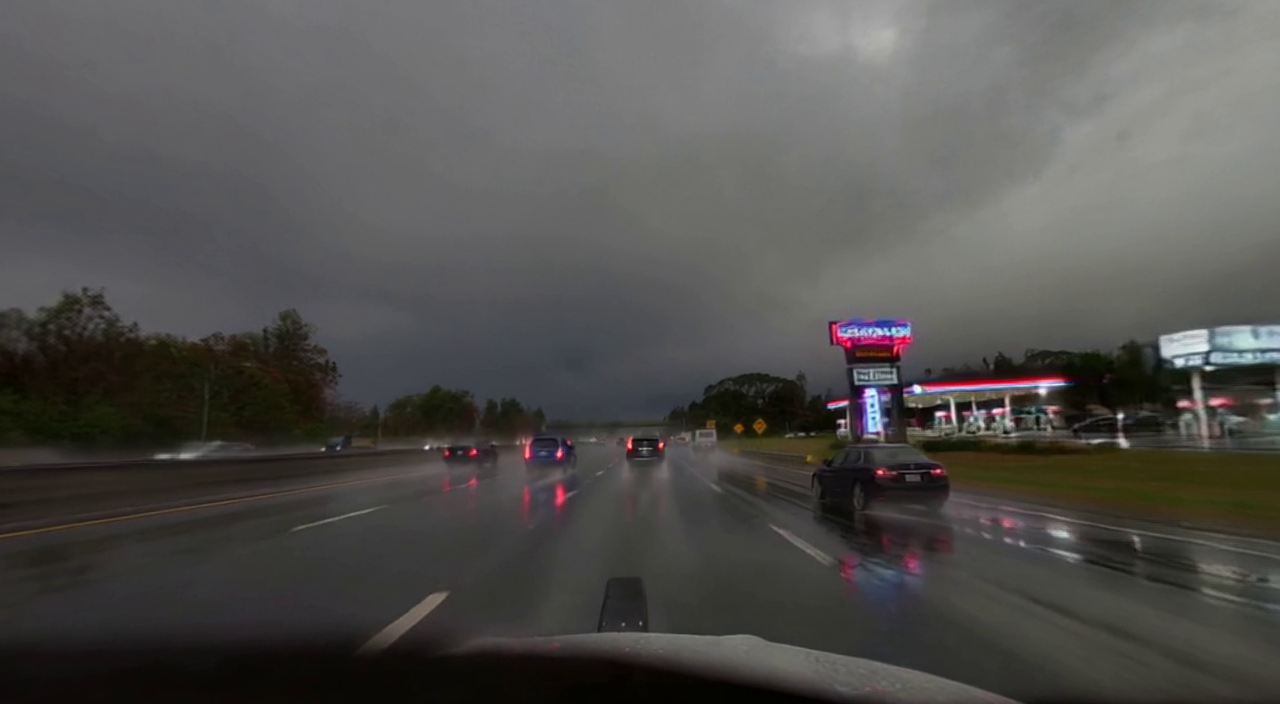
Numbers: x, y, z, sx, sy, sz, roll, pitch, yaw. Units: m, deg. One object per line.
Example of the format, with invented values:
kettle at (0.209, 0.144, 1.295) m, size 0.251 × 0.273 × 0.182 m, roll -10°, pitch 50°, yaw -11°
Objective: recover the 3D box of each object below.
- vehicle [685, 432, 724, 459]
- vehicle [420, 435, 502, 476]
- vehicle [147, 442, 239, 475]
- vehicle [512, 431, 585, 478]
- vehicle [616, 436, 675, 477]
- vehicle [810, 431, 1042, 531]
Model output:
vehicle at (4.490, 6.608, 44.626) m, size 2.261 × 1.781 × 4.709 m, roll 0°, pitch -8°, yaw -1°
vehicle at (-7.120, 4.158, 25.636) m, size 1.932 × 1.497 × 4.458 m, roll 0°, pitch -8°, yaw 1°
vehicle at (-21.369, 5.074, 30.315) m, size 1.747 × 1.443 × 3.579 m, roll 0°, pitch -8°, yaw 0°
vehicle at (-3.401, 3.923, 24.416) m, size 1.927 × 1.586 × 5.142 m, roll 0°, pitch -8°, yaw 2°
vehicle at (0.196, 4.036, 24.626) m, size 2.113 × 1.464 × 4.073 m, roll 0°, pitch -8°, yaw 0°
vehicle at (4.791, 2.204, 11.452) m, size 2.030 × 1.442 × 4.358 m, roll 0°, pitch -8°, yaw -2°
